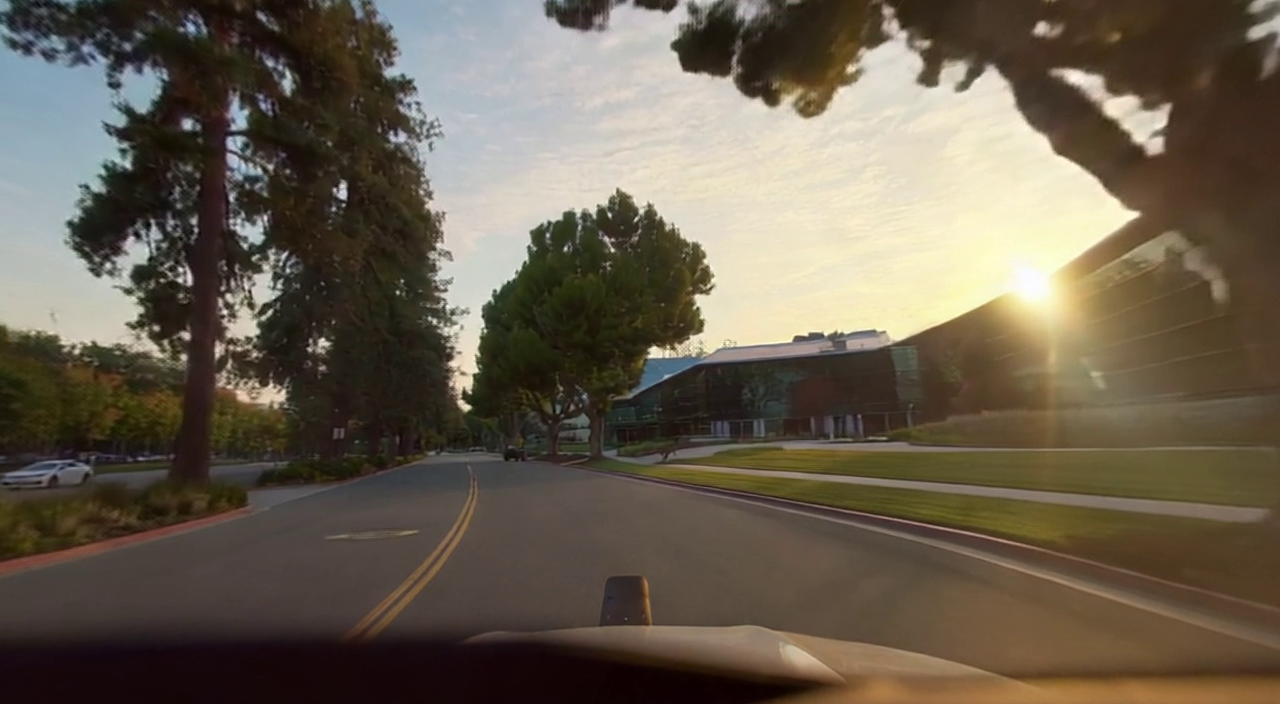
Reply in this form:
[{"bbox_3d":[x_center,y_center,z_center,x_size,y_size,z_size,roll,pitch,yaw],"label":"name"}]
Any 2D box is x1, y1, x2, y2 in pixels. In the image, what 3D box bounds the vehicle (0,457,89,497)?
[{"bbox_3d":[-28.610,5.808,29.648,1.929,1.650,4.638,2,-9,-13],"label":"vehicle"}]
